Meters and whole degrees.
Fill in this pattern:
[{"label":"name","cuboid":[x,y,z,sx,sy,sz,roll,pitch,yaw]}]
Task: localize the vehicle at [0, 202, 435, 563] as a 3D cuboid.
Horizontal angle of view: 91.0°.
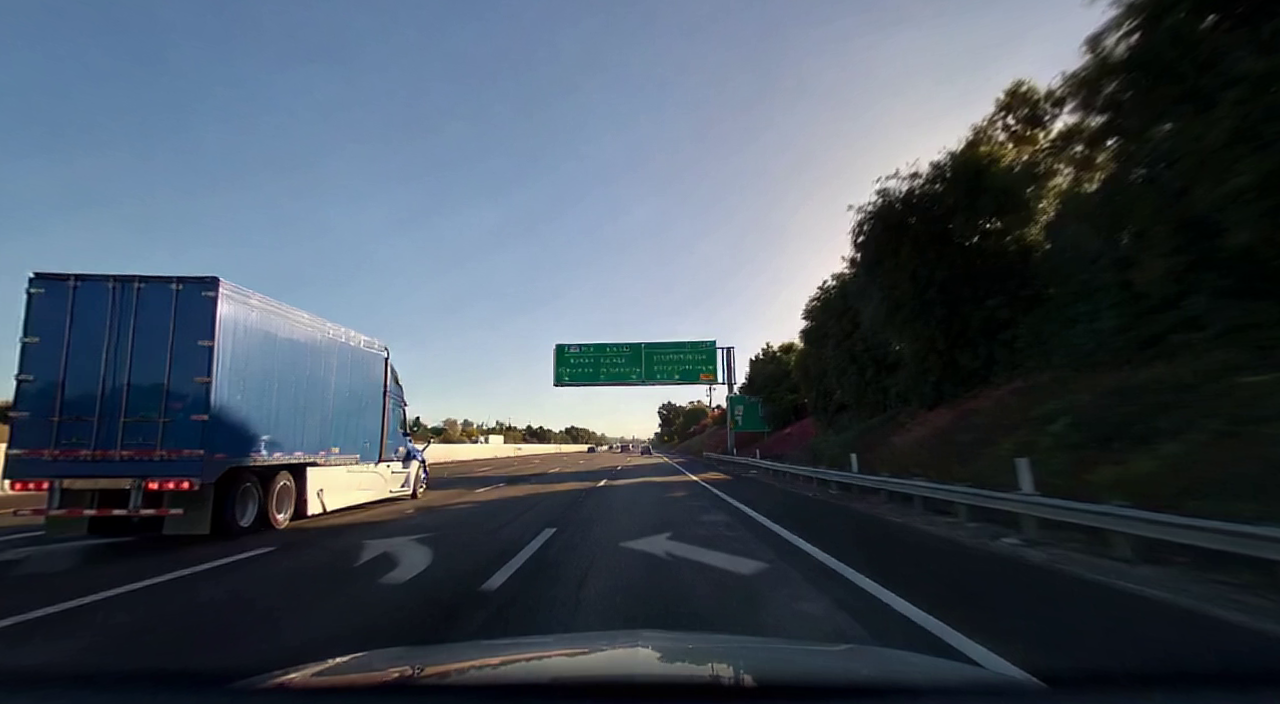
[{"label":"vehicle","cuboid":[-6.773,0.893,11.162,2.996,3.947,8.600,0,-9,2]}]
